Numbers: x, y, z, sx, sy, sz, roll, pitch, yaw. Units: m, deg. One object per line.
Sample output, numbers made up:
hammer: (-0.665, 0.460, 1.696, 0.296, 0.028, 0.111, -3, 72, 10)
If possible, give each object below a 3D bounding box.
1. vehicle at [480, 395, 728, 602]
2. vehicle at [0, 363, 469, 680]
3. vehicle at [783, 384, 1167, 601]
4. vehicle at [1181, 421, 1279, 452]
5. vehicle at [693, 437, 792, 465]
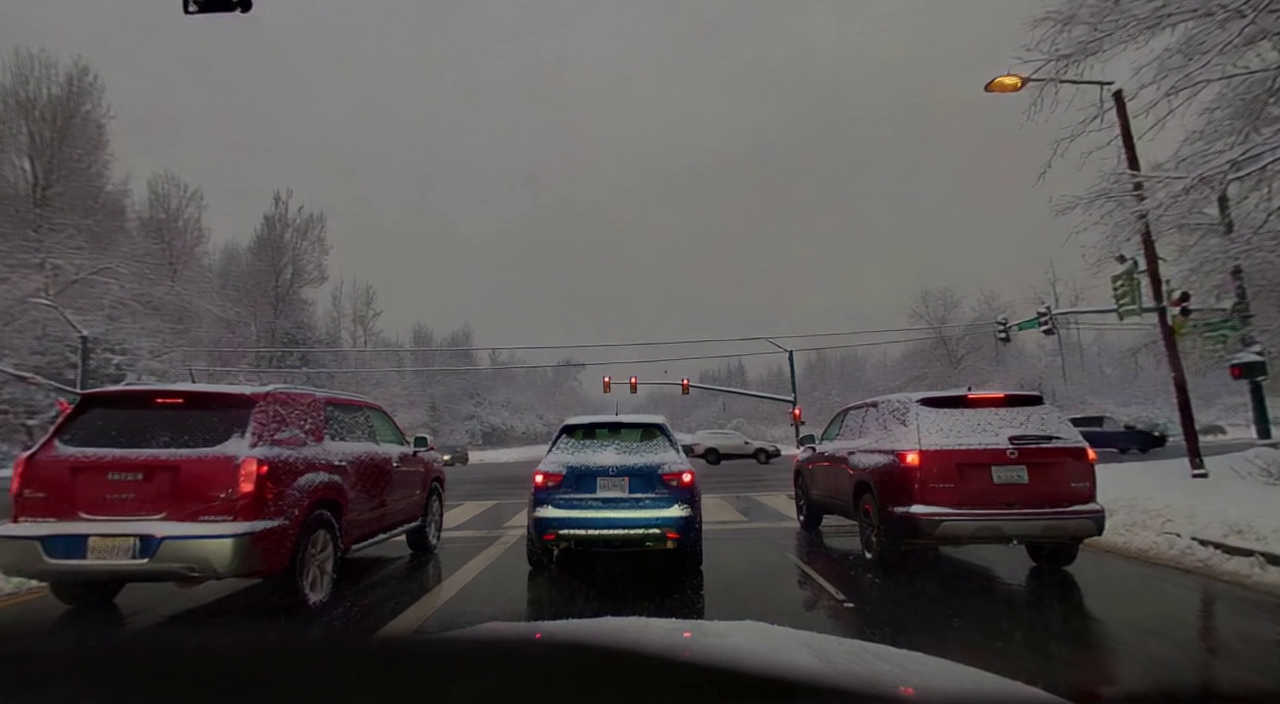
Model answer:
vehicle: (-0.239, 1.513, 7.320, 2.067, 1.702, 3.987, 0, -8, 2)
vehicle: (-3.271, 1.286, 5.891, 2.047, 1.810, 4.414, 0, -8, 1)
vehicle: (3.274, 1.485, 7.517, 2.083, 1.779, 4.532, 0, -8, 0)
vehicle: (32.783, 4.656, 34.767, 4.175, 1.634, 1.877, 1, -8, -4)
vehicle: (5.652, 5.475, 34.853, 5.018, 1.435, 1.920, -5, -10, 31)
